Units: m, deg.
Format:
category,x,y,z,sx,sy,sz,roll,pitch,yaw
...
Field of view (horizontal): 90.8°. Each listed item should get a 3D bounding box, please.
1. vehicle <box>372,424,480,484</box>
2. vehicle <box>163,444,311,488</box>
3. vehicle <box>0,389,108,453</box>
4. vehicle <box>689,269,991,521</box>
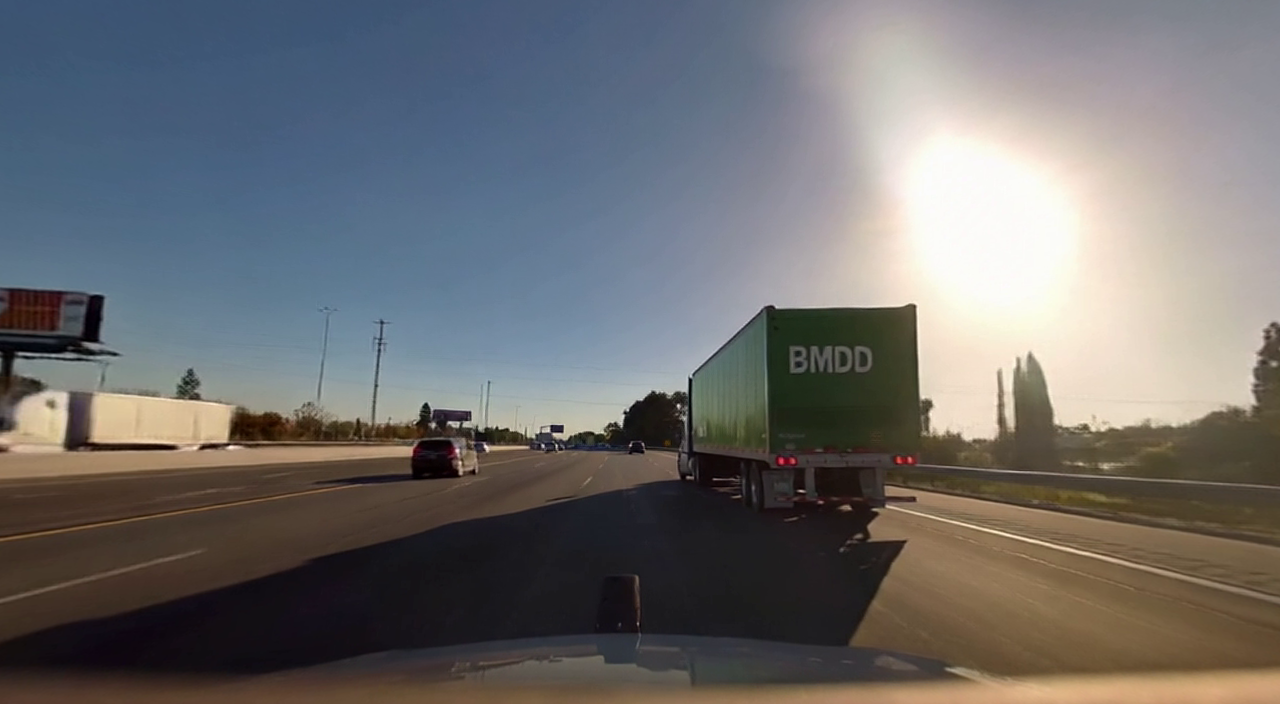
category,x,y,z,sx,sy,sz,roll,pitch,yaw
vehicle,-7.513,3.642,22.845,2.100,1.905,5.119,0,-8,0
vehicle,-14.036,3.970,22.440,2.067,1.398,4.863,0,-8,0
vehicle,-38.776,4.571,40.948,3.018,3.841,6.047,0,-8,-1
vehicle,3.669,1.724,17.381,2.891,3.944,15.051,0,-8,-2
